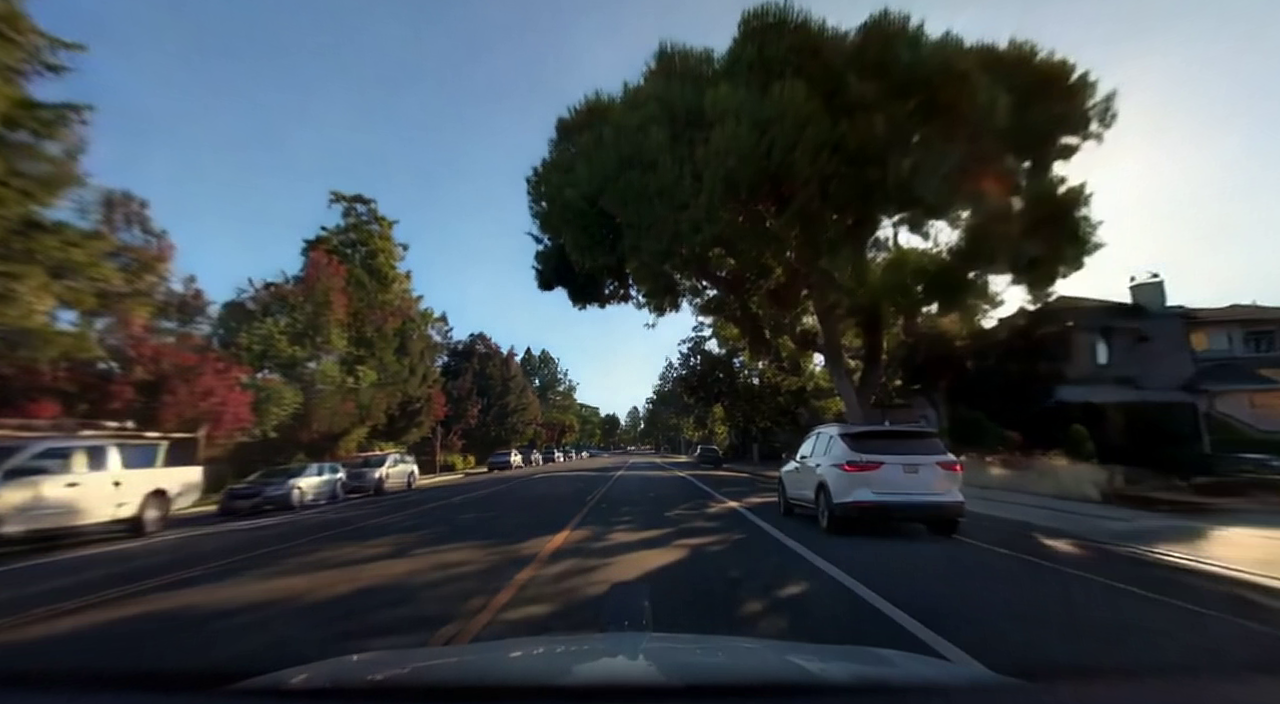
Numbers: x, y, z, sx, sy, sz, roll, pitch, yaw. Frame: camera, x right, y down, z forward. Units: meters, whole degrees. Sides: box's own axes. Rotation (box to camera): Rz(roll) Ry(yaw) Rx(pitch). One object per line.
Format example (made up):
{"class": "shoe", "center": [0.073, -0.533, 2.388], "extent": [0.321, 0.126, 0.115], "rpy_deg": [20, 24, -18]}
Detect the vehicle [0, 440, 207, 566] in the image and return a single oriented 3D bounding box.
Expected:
{"class": "vehicle", "center": [-10.669, 2.533, 10.986], "extent": [2.261, 1.851, 5.724], "rpy_deg": [-2, -9, -1]}

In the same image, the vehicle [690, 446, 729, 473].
{"class": "vehicle", "center": [4.098, 6.414, 37.820], "extent": [1.956, 1.492, 4.425], "rpy_deg": [-1, -9, 1]}

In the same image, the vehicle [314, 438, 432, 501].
{"class": "vehicle", "center": [-10.462, 4.637, 25.336], "extent": [2.254, 2.127, 5.697], "rpy_deg": [-3, -9, 0]}

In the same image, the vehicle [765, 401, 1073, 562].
{"class": "vehicle", "center": [3.895, 1.975, 10.476], "extent": [2.497, 1.889, 5.833], "rpy_deg": [0, -9, 1]}

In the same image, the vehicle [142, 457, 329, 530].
{"class": "vehicle", "center": [-10.616, 3.714, 17.086], "extent": [2.006, 1.476, 4.570], "rpy_deg": [-3, -8, 1]}

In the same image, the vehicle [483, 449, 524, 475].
{"class": "vehicle", "center": [-10.248, 8.276, 47.712], "extent": [2.083, 1.791, 4.585], "rpy_deg": [-2, -9, 1]}
